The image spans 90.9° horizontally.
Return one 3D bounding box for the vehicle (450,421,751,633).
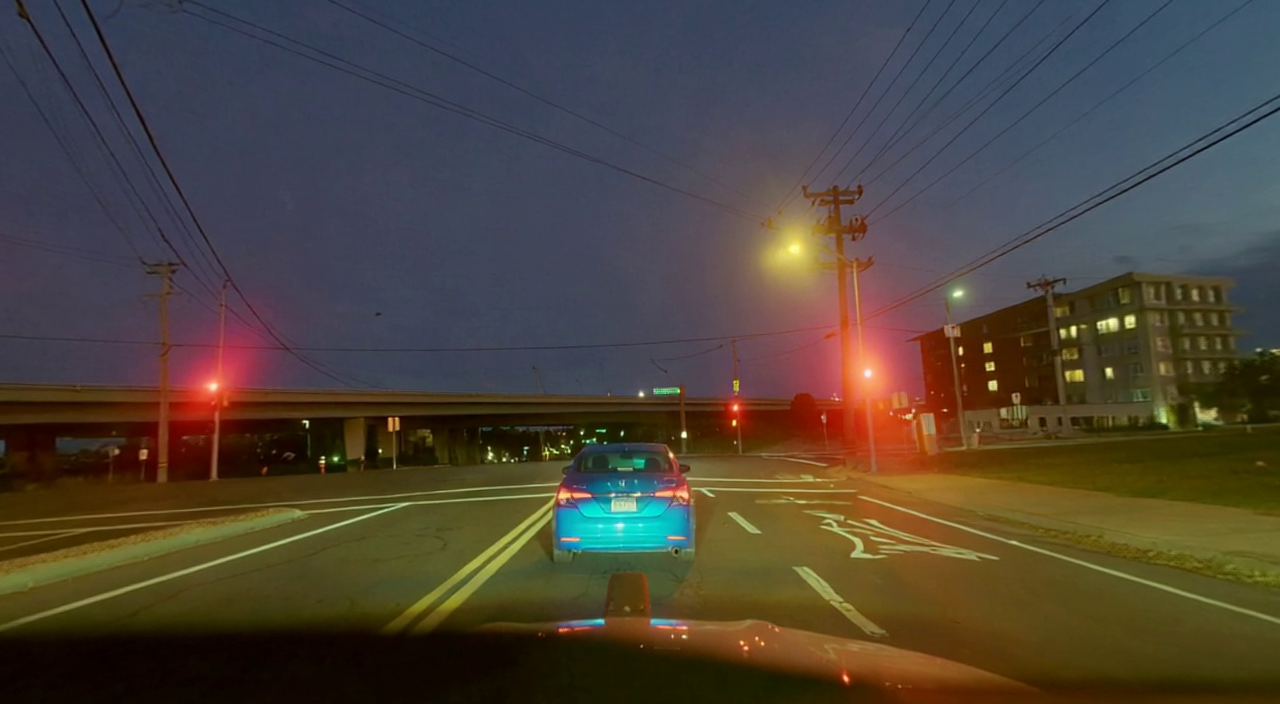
[{"bbox_3d":[-0.241,1.529,6.473,2.090,1.458,4.033,-1,-9,1],"label":"vehicle"}]
